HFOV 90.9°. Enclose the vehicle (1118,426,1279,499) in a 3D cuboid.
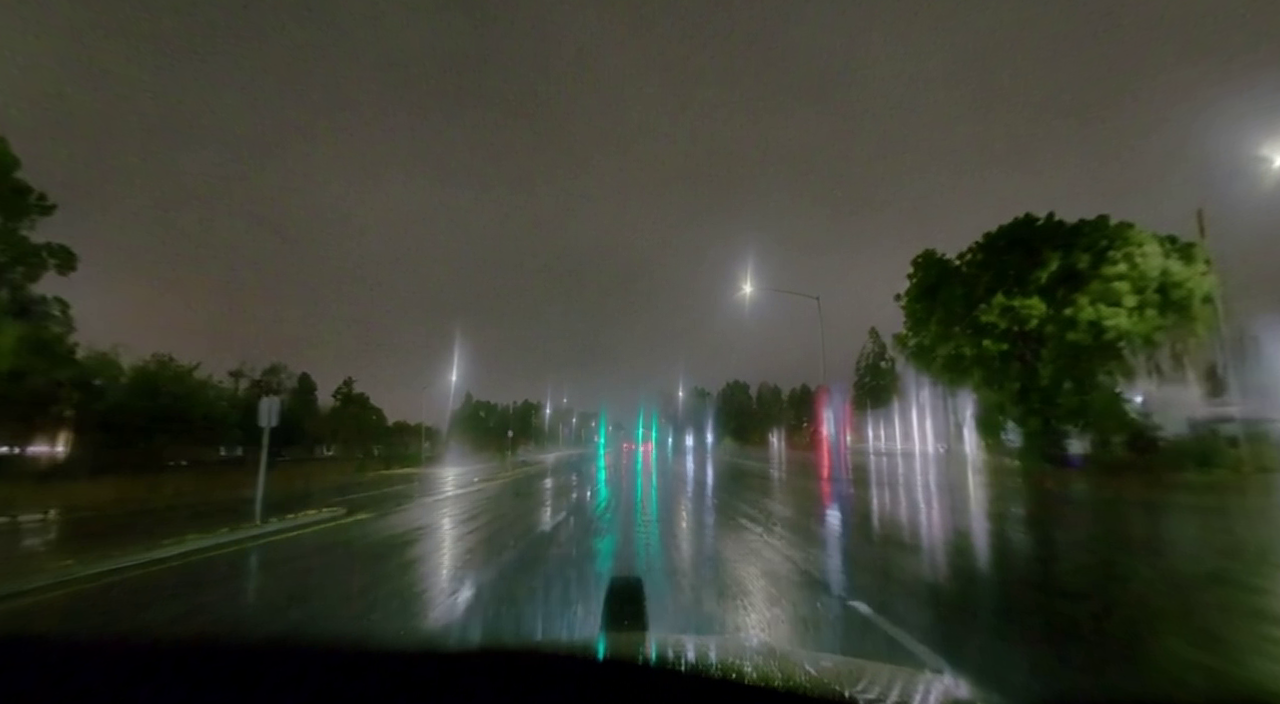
[{"bbox_3d":[17.877,3.141,18.338,5.770,1.844,2.360,-3,-7,5],"label":"vehicle"}]
